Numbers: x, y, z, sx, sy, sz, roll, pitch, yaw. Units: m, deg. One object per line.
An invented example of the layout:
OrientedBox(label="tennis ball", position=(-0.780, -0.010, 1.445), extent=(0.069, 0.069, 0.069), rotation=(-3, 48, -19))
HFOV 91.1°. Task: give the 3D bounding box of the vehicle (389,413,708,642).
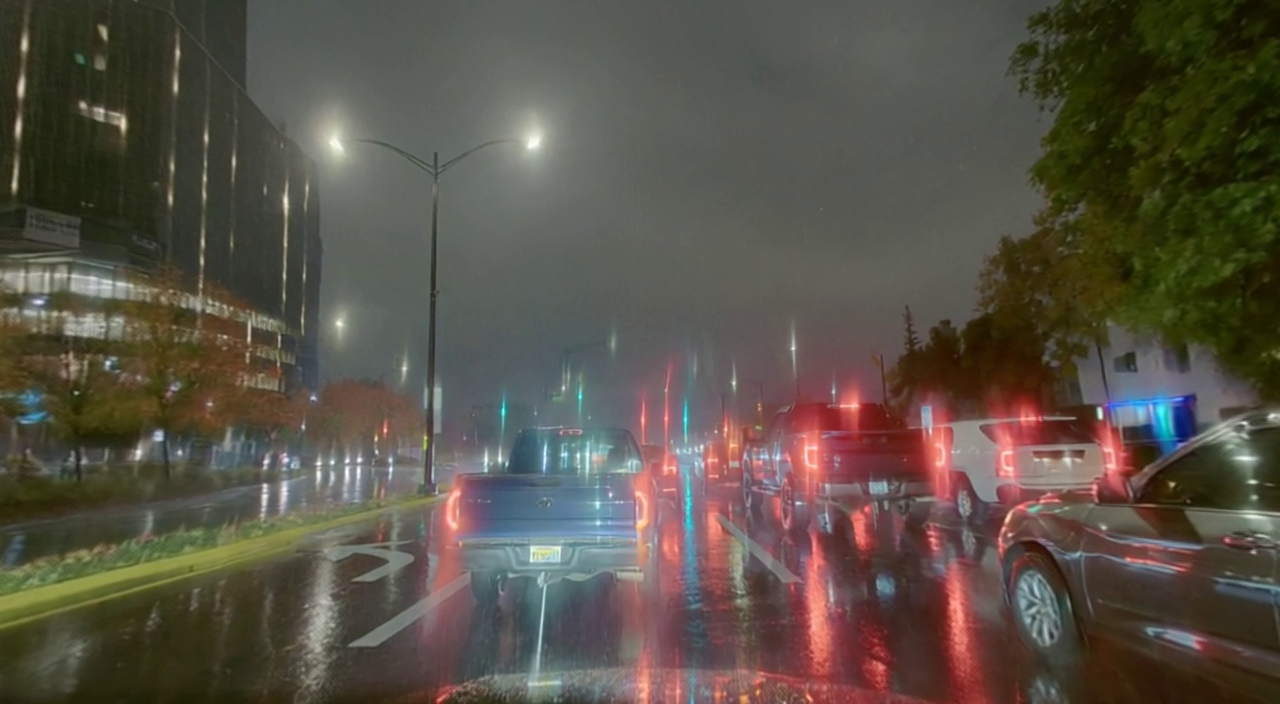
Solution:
OrientedBox(label="vehicle", position=(-0.576, 1.514, 6.468), extent=(2.172, 1.536, 4.250), rotation=(0, -9, 1))

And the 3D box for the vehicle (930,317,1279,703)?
OrientedBox(label="vehicle", position=(3.161, 0.774, 2.234), extent=(2.024, 1.723, 4.714), rotation=(0, -9, 1))

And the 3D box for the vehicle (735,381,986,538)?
OrientedBox(label="vehicle", position=(3.529, 1.936, 11.775), extent=(2.497, 2.186, 5.890), rotation=(0, -9, 0))
